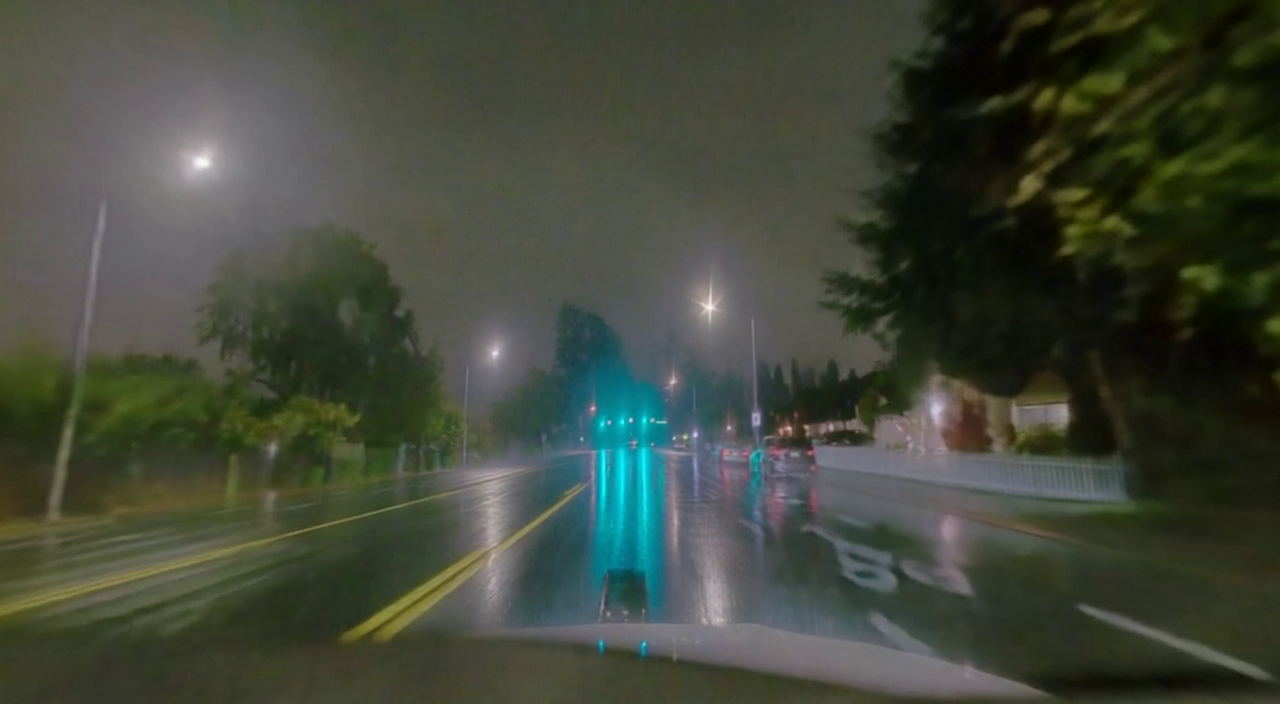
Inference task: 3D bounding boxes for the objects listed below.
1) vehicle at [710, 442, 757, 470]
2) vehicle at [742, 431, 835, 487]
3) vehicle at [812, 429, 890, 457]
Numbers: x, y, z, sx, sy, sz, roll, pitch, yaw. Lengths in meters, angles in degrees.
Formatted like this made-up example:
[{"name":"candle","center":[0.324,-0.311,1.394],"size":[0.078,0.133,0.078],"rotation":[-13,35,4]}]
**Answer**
[{"name":"vehicle","center":[5.265,5.925,36.127],"size":[1.995,1.472,4.884],"rotation":[0,-8,0]},{"name":"vehicle","center":[5.021,3.683,22.012],"size":[2.069,1.743,4.595],"rotation":[0,-8,-1]},{"name":"vehicle","center":[13.620,5.919,40.908],"size":[4.283,1.750,2.227],"rotation":[0,-9,4]}]
